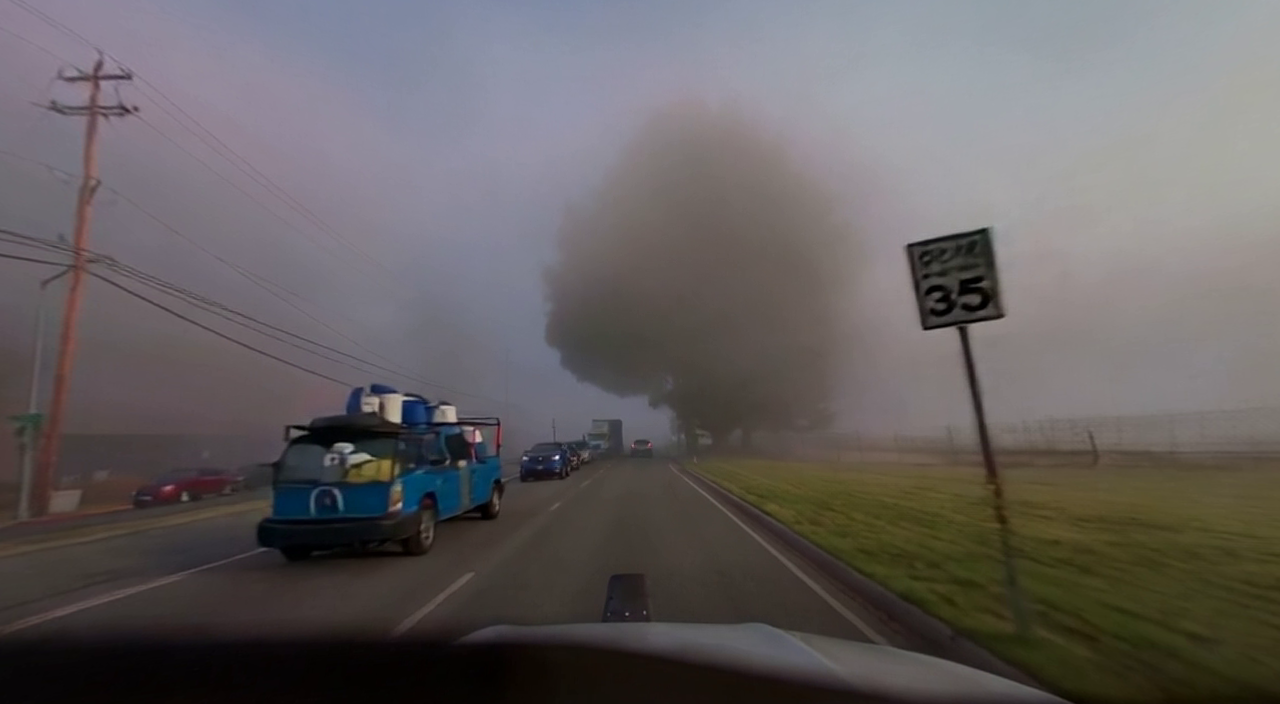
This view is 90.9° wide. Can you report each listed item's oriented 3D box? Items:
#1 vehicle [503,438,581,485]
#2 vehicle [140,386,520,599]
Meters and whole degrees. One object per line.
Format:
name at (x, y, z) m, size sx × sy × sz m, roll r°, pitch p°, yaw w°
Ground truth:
vehicle at (-3.323, 3.802, 22.209) m, size 1.998 × 1.466 × 4.124 m, roll 0°, pitch -8°, yaw 1°
vehicle at (-3.149, 1.583, 8.026) m, size 2.180 × 1.818 × 5.117 m, roll 0°, pitch -8°, yaw 1°
